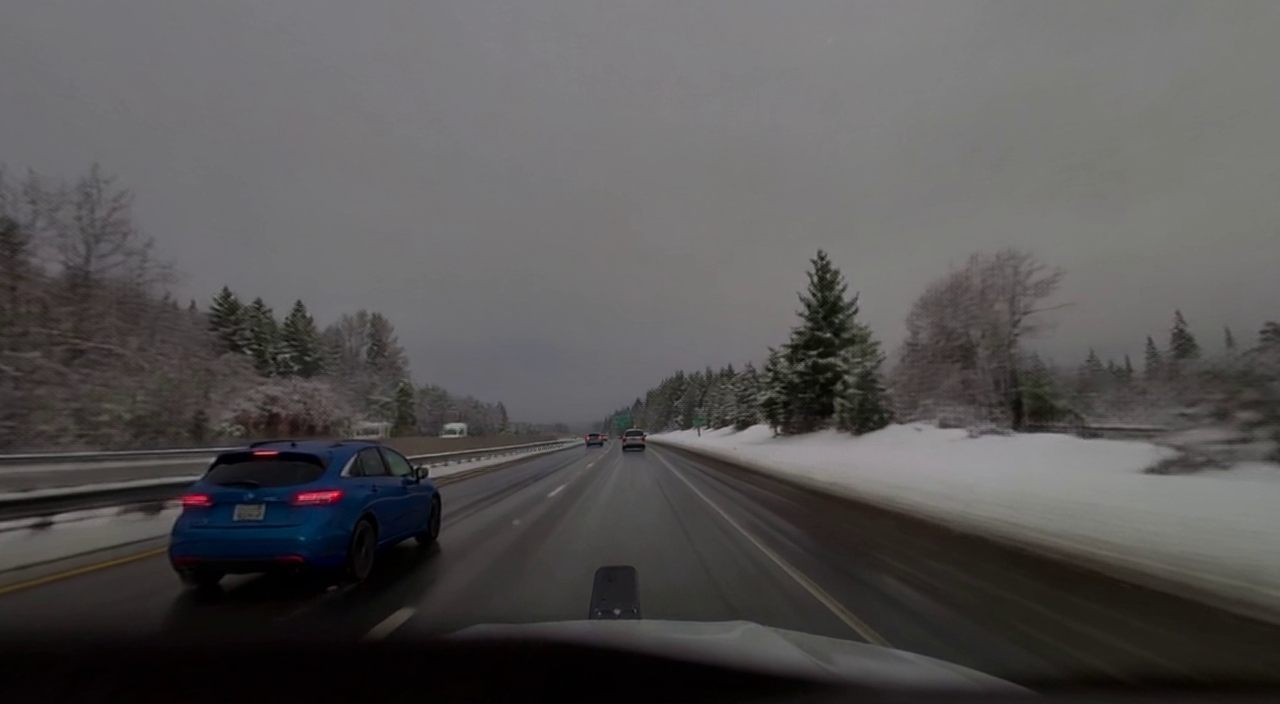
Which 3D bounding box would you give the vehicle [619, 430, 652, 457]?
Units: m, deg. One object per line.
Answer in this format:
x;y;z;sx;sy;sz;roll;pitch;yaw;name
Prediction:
-0.352;5.922;40.988;2.041;1.618;3.898;0;-8;-1;vehicle
